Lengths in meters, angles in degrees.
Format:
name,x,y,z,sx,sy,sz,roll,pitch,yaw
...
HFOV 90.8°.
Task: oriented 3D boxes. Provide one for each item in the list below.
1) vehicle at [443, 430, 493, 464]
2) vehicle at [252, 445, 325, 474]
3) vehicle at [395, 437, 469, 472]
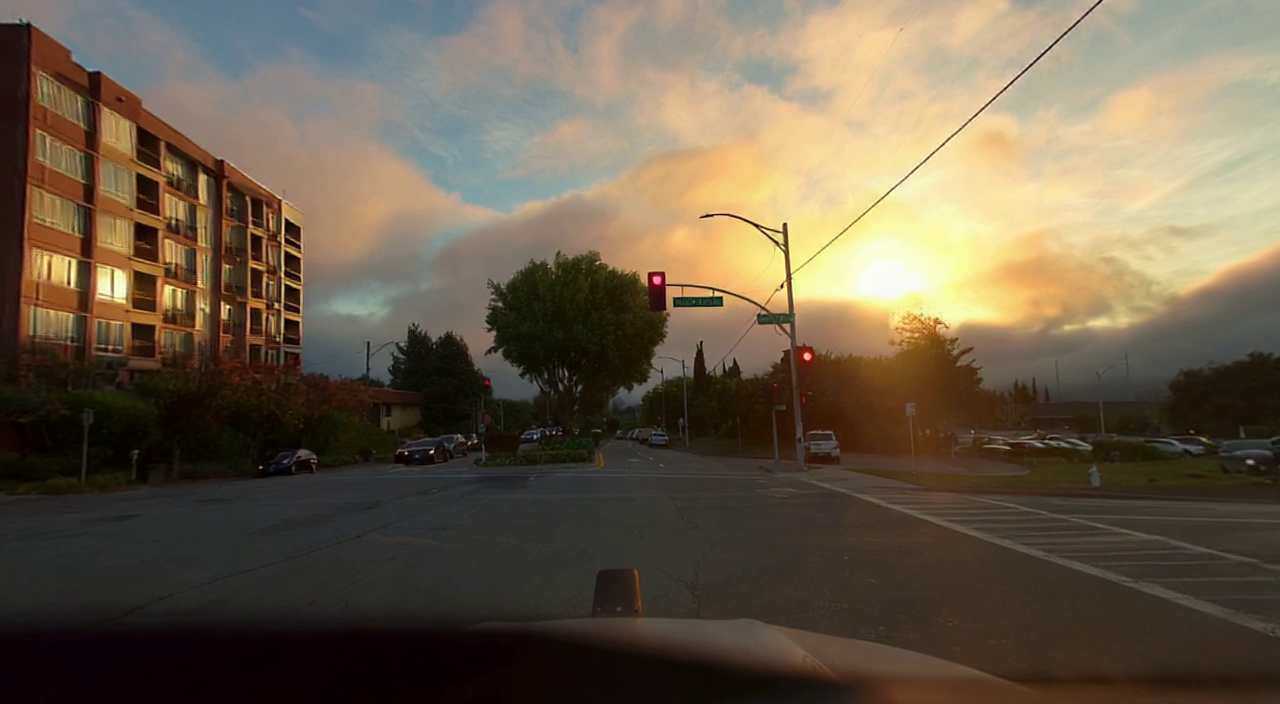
name,x,y,z,sx,sy,sz,roll,pitch,yaw
vehicle,-9.782,5.456,36.174,1.910,1.818,4.057,0,-9,-3
vehicle,-21.062,6.468,38.107,1.981,1.628,4.336,0,-9,-1
vehicle,-9.673,4.797,29.785,2.116,1.521,4.294,0,-9,-2
